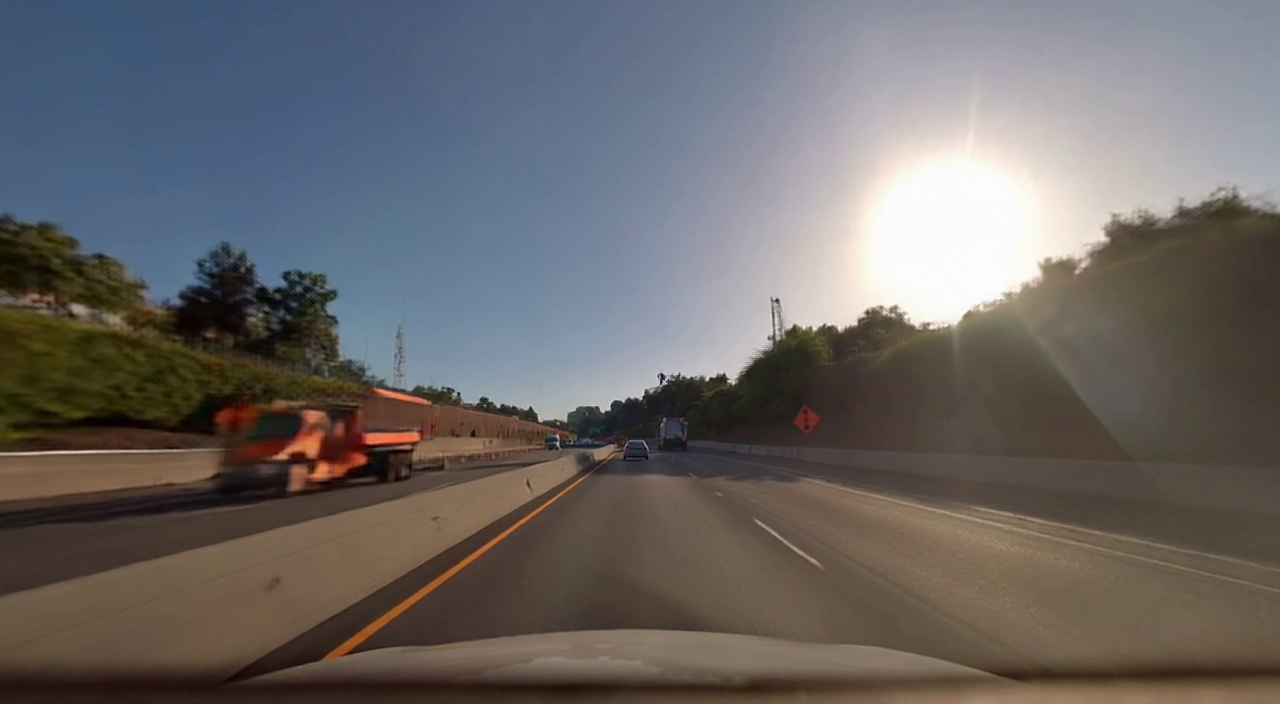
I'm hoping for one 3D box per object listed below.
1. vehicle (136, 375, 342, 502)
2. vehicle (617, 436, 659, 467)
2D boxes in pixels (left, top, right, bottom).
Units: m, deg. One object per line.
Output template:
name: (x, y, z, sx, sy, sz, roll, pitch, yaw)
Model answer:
vehicle: (-12.854, 2.873, 20.905, 2.949, 3.613, 5.682, -1, -8, 0)
vehicle: (-0.090, 5.093, 32.430, 2.004, 1.472, 4.075, 0, -8, 0)
